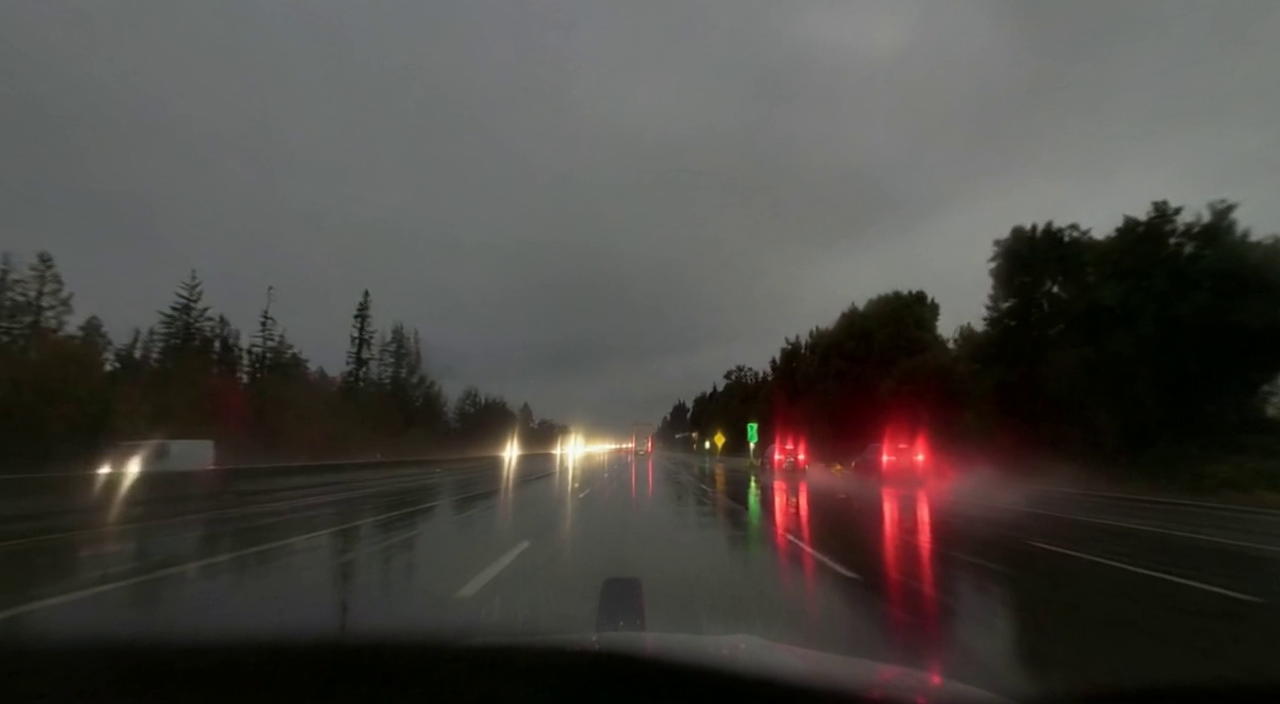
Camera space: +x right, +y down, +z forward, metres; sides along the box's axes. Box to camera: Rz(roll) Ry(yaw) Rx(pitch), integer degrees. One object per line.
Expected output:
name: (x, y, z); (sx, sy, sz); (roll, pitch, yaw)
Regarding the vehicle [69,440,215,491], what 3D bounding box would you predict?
vehicle: (-23.883, 5.454, 30.686); (2.340, 2.235, 5.702); (0, -9, 1)
